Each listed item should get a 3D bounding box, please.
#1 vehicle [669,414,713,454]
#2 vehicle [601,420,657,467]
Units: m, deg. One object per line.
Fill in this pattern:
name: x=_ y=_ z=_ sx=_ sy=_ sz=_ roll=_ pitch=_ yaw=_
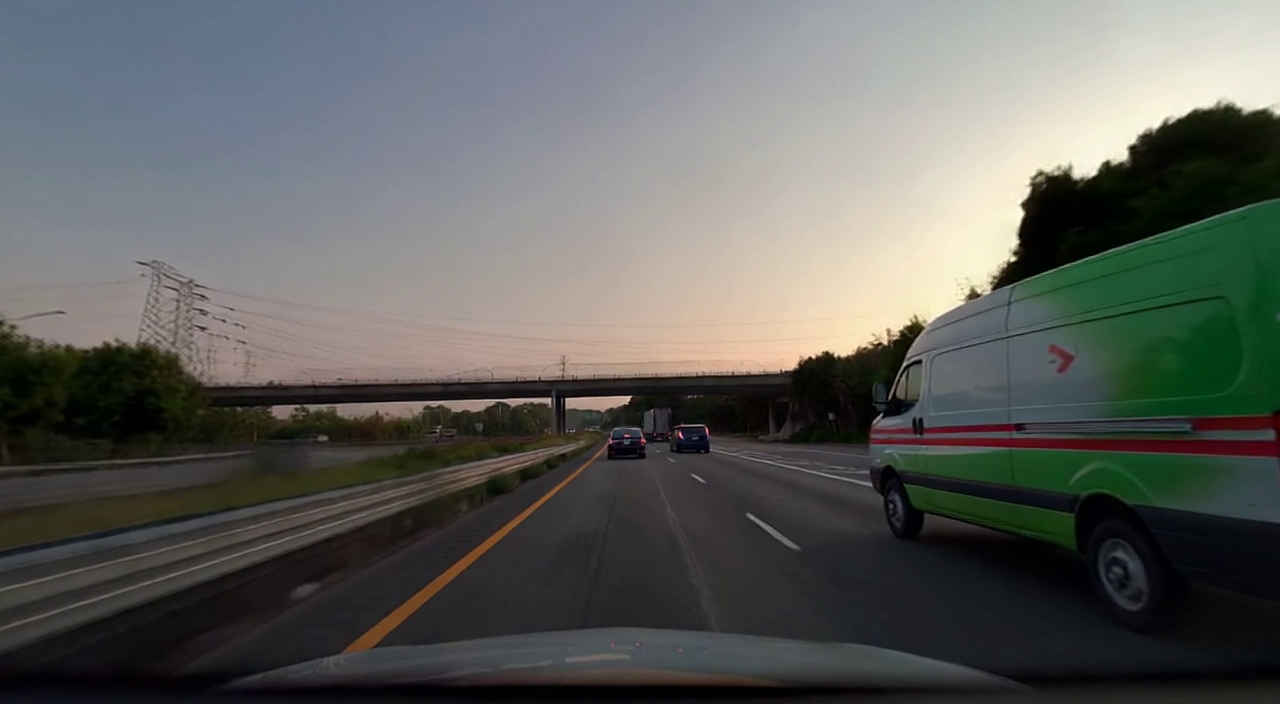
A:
vehicle: x=3.361 y=5.560 z=42.661 sx=2.387 sy=2.506 sz=5.374 roll=0 pitch=-8 yaw=-2
vehicle: x=-0.481 y=3.715 z=25.713 sx=2.073 sy=1.750 sz=4.116 roll=0 pitch=-8 yaw=-2
